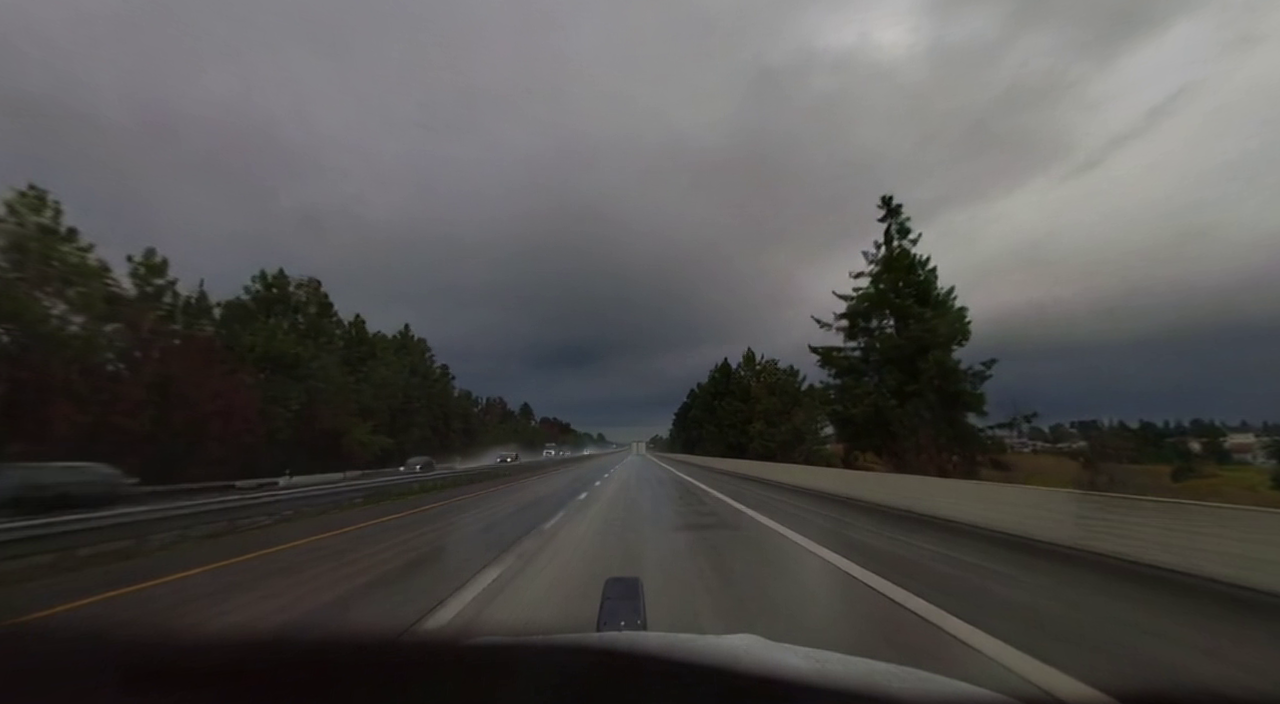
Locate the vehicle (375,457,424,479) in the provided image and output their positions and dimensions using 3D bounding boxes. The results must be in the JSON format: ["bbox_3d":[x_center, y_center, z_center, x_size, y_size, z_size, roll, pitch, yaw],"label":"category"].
[{"bbox_3d":[-17.313,8.361,45.588,1.822,1.452,4.492,0,-9,0],"label":"vehicle"}]
